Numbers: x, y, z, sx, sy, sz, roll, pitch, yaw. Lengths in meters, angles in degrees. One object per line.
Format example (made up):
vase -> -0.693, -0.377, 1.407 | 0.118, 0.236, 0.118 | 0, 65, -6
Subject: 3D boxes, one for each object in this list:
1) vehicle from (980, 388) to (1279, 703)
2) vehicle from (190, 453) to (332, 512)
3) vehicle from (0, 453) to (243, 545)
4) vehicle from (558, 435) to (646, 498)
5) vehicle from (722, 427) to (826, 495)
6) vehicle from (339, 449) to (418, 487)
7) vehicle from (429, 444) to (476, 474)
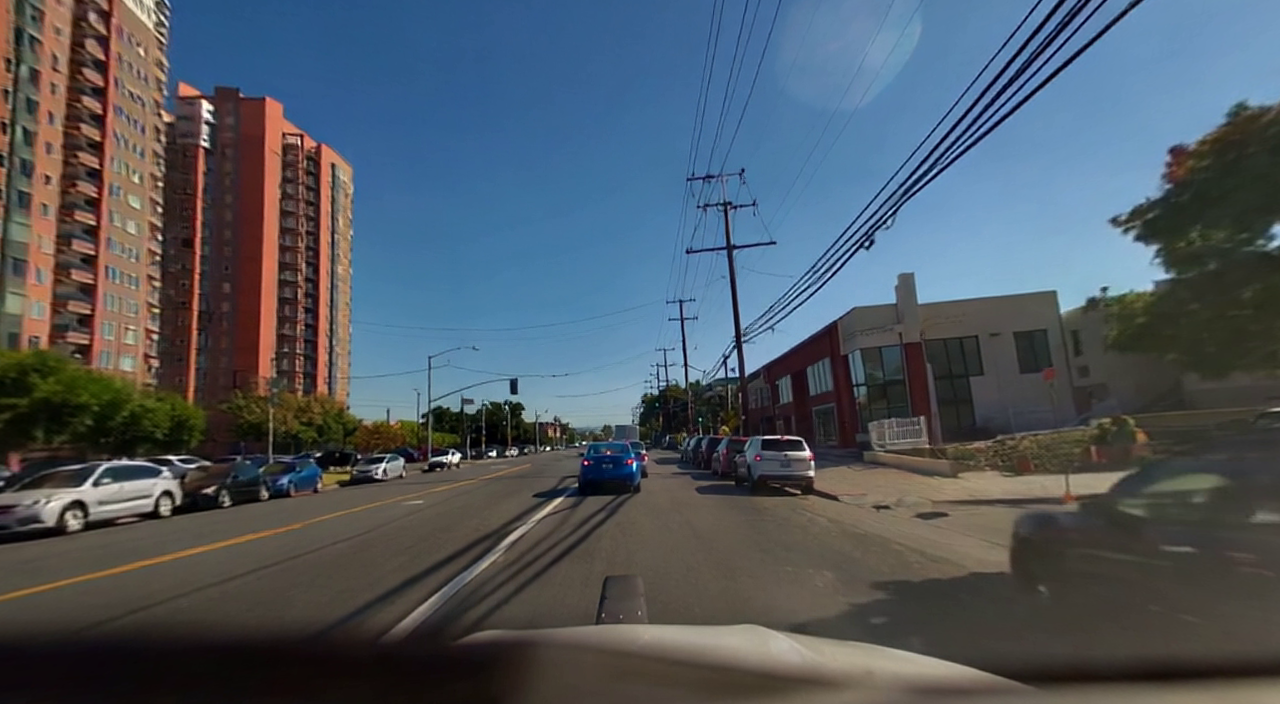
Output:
vehicle -> 4.077, 1.006, 3.162 | 1.938, 1.570, 4.872 | 2, -8, -2
vehicle -> -12.050, 4.116, 20.516 | 1.850, 1.487, 4.711 | -4, -8, -2
vehicle -> -12.013, 3.252, 14.680 | 2.242, 1.534, 5.414 | -4, -8, -2
vehicle -> -0.891, 2.991, 17.002 | 2.019, 1.453, 4.603 | 0, -8, 0
vehicle -> 3.672, 3.082, 18.214 | 1.967, 1.721, 4.410 | 0, -8, -1
vehicle -> -12.099, 5.367, 29.545 | 1.868, 1.491, 4.367 | -4, -8, 0
vehicle -> -12.222, 6.978, 41.456 | 2.011, 1.687, 4.079 | -3, -8, -2
